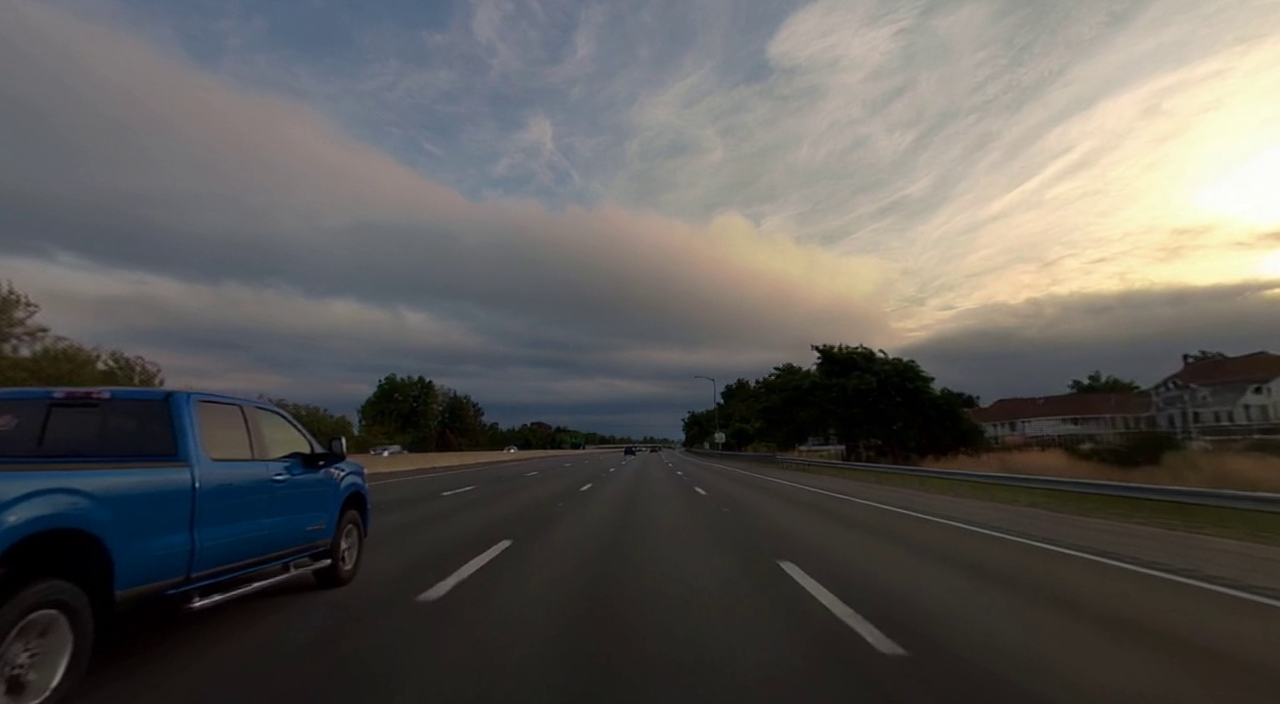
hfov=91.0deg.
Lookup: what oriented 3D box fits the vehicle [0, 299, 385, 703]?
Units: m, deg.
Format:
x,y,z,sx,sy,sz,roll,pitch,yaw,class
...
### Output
x,y,z,sx,sy,sz,roll,pitch,yaw,class
-3.505,0.844,3.184,2.202,1.836,5.009,0,-9,1,vehicle
